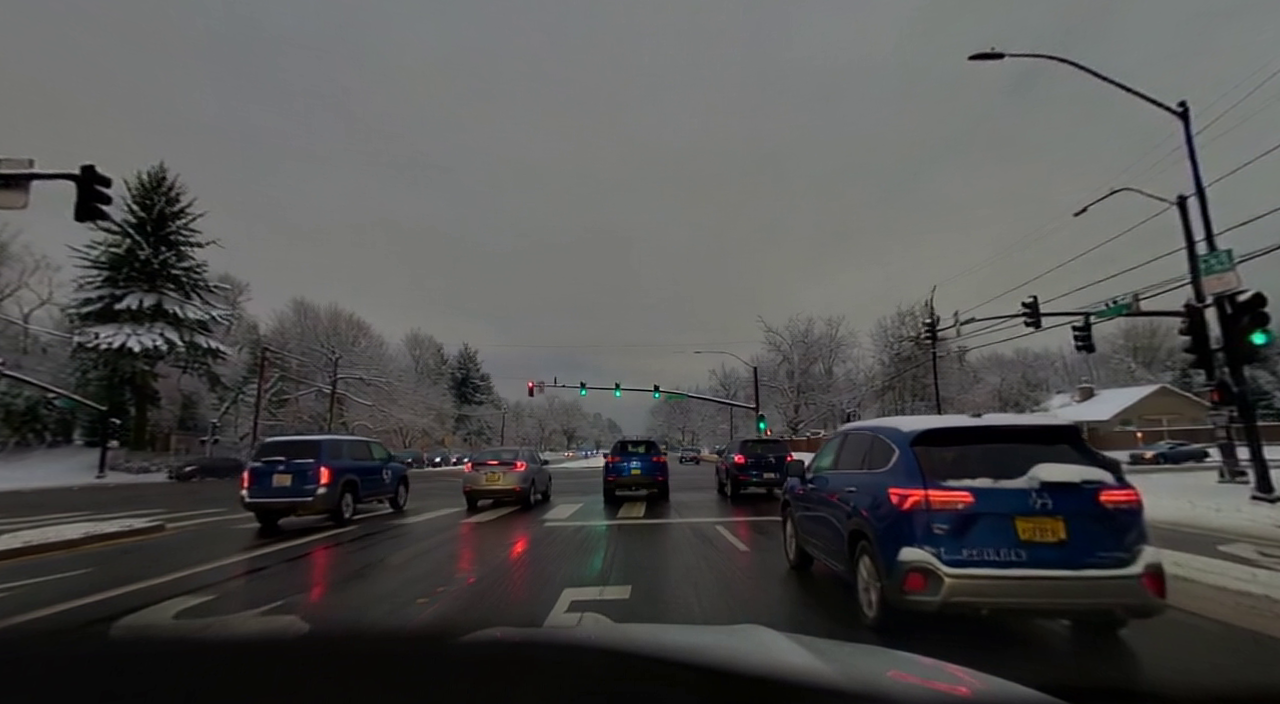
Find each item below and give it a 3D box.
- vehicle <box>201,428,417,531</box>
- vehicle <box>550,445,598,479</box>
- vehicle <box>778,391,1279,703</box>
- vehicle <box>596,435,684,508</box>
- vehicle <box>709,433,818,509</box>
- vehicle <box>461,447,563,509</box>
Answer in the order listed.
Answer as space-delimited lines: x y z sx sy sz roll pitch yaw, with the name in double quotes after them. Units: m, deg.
-6.703 2.615 13.580 2.116 1.812 4.609 0 -9 0 "vehicle"
-3.389 5.730 33.225 1.939 1.652 4.268 0 -9 2 "vehicle"
2.781 1.374 5.672 2.034 1.655 4.465 0 -9 0 "vehicle"
0.001 3.172 17.188 2.111 1.712 4.078 0 -9 0 "vehicle"
3.199 3.175 17.365 1.999 1.789 4.583 0 -9 -1 "vehicle"
-3.355 3.387 17.496 1.881 1.466 4.484 0 -9 0 "vehicle"
